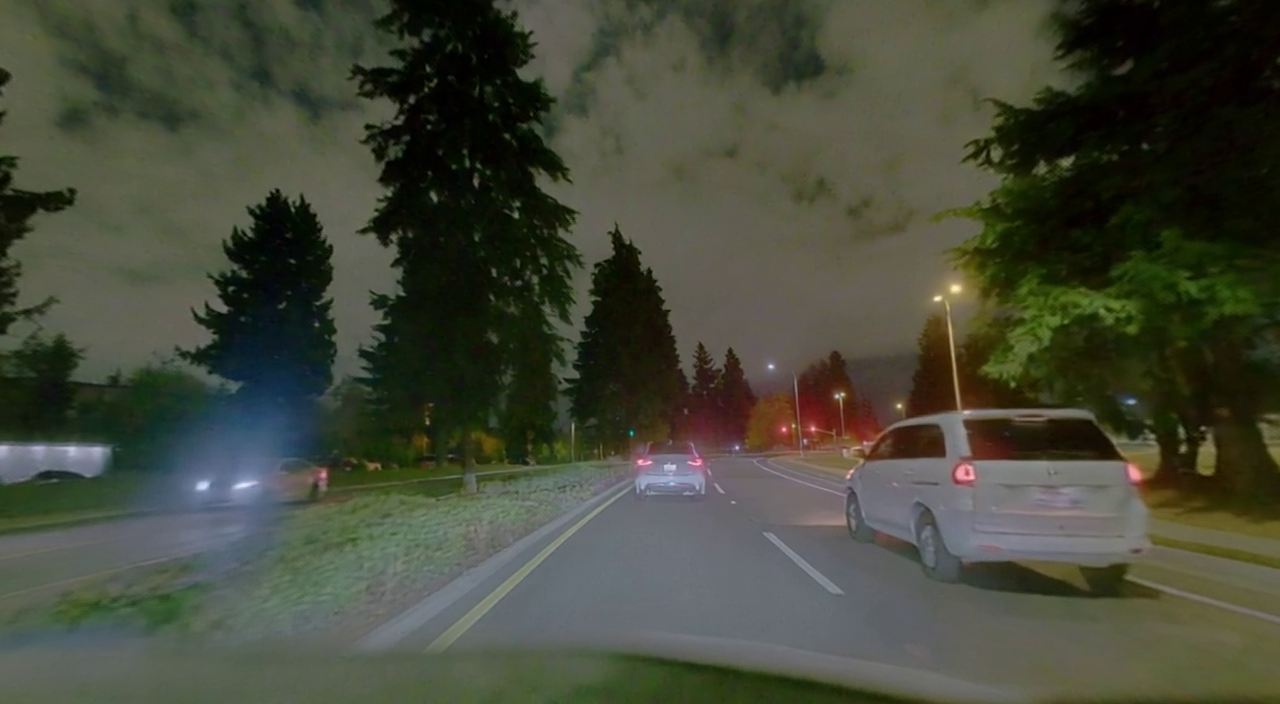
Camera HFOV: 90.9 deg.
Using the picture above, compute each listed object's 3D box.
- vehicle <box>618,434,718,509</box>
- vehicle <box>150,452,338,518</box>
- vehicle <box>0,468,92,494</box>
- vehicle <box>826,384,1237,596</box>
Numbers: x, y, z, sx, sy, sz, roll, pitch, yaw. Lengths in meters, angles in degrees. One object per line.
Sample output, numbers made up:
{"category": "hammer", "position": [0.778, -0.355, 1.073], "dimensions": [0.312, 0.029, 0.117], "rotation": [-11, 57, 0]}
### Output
{"category": "vehicle", "position": [0.735, 2.862, 15.621], "dimensions": [2.154, 1.585, 3.997], "rotation": [-1, -8, 4]}
{"category": "vehicle", "position": [-10.838, 3.630, 17.821], "dimensions": [2.027, 1.511, 4.711], "rotation": [-1, -8, 4]}
{"category": "vehicle", "position": [-39.103, 8.459, 41.561], "dimensions": [4.279, 1.561, 2.022], "rotation": [-1, -8, 7]}
{"category": "vehicle", "position": [4.164, 1.569, 8.158], "dimensions": [1.953, 1.818, 5.299], "rotation": [0, -8, 1]}
